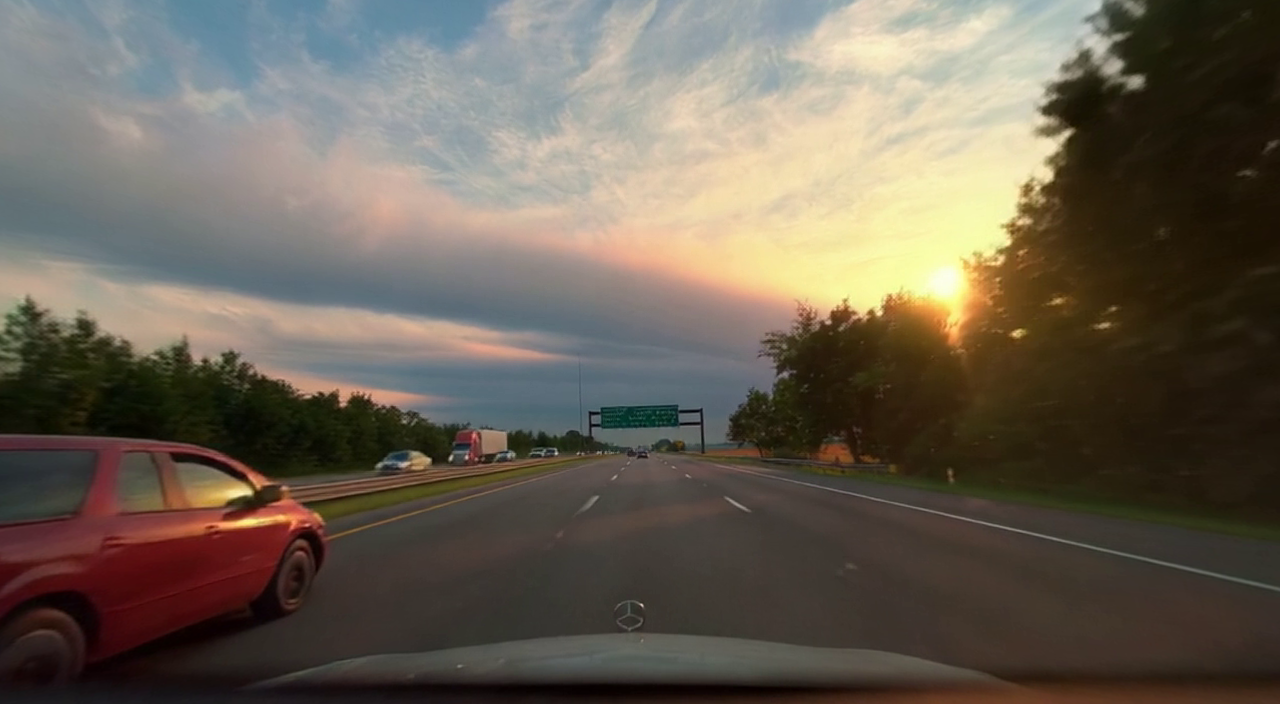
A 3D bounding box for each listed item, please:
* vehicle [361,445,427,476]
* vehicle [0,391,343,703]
[{"bbox_3d":[-14.437,6.397,37.278,2.059,1.722,4.527,0,-9,0],"label":"vehicle"},{"bbox_3d":[-3.460,1.039,3.304,1.815,1.500,4.036,0,-9,0],"label":"vehicle"}]
